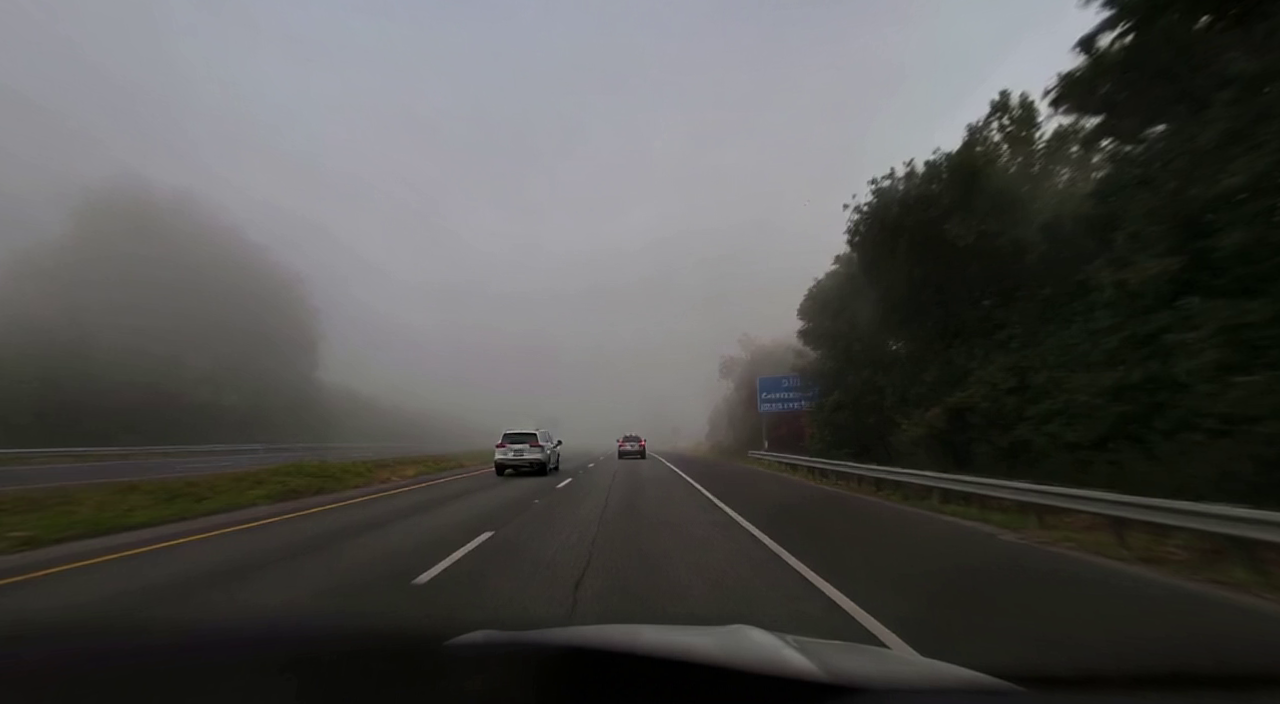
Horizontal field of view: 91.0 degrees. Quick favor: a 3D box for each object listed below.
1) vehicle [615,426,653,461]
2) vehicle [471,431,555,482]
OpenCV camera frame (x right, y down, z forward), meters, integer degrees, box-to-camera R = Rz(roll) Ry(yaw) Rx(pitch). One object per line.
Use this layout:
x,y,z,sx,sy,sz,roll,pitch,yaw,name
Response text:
-0.372,5.613,38.678,2.223,1.957,4.416,0,-8,-1,vehicle
-4.245,3.550,21.757,2.062,1.567,4.117,0,-8,0,vehicle
